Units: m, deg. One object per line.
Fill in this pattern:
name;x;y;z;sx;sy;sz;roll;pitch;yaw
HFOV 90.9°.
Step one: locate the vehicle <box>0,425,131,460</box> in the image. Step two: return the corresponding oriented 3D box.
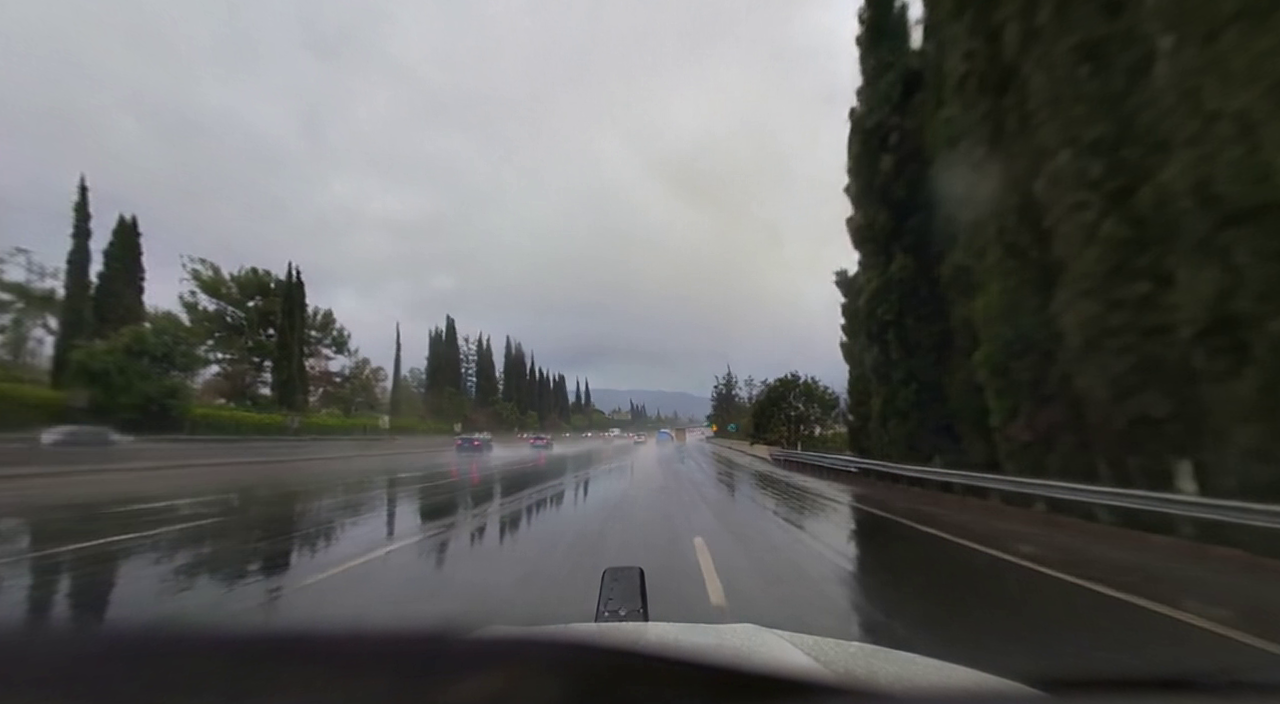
vehicle;-33.738;5.320;37.150;2.354;1.857;5.774;-1;-8;6
